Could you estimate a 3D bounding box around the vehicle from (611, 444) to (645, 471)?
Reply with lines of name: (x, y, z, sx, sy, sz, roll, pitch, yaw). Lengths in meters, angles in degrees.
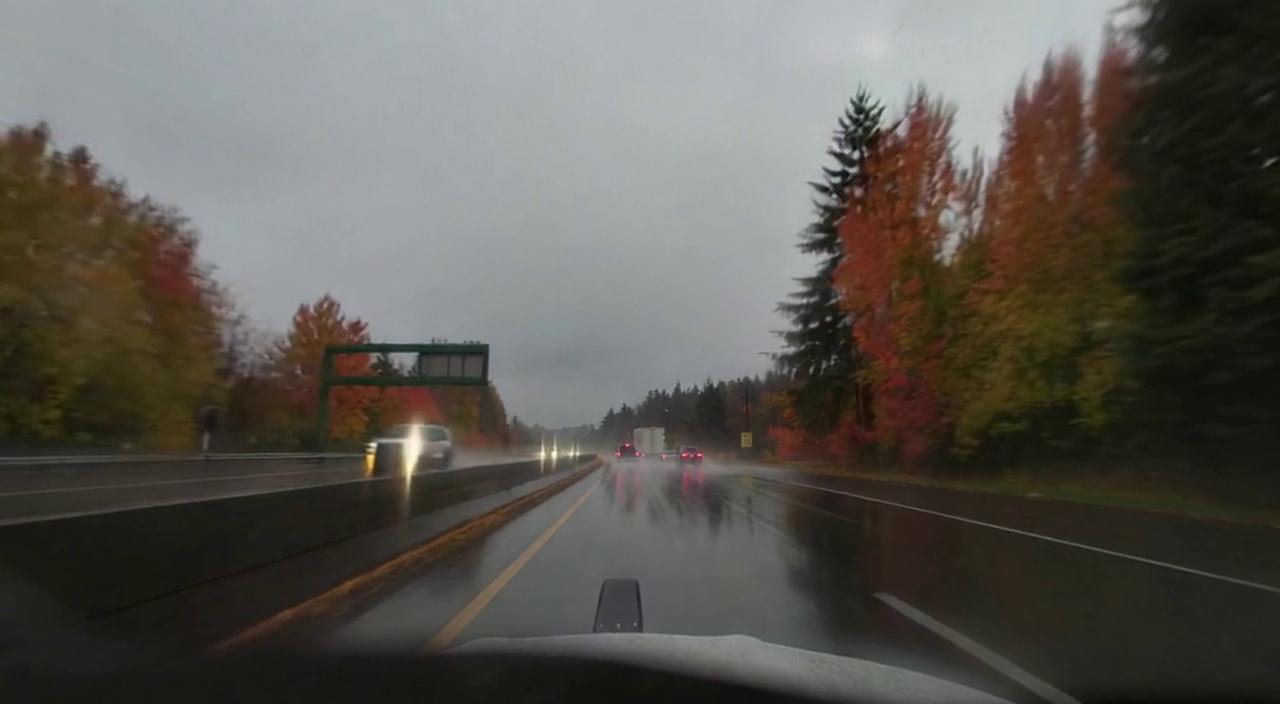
vehicle: (-0.788, 7.003, 41.922, 2.151, 1.693, 4.201, 0, -9, -1)

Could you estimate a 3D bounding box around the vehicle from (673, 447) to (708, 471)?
vehicle: (3.373, 7.208, 42.516, 1.968, 1.513, 3.911, 0, -9, -2)

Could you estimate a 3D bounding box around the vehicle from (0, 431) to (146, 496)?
vehicle: (-44.594, 8.065, 45.693, 2.912, 4.269, 18.209, 0, -9, -2)

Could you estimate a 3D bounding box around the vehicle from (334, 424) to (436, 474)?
vehicle: (-8.884, 3.435, 22.252, 1.922, 1.561, 4.160, 0, -9, -1)
